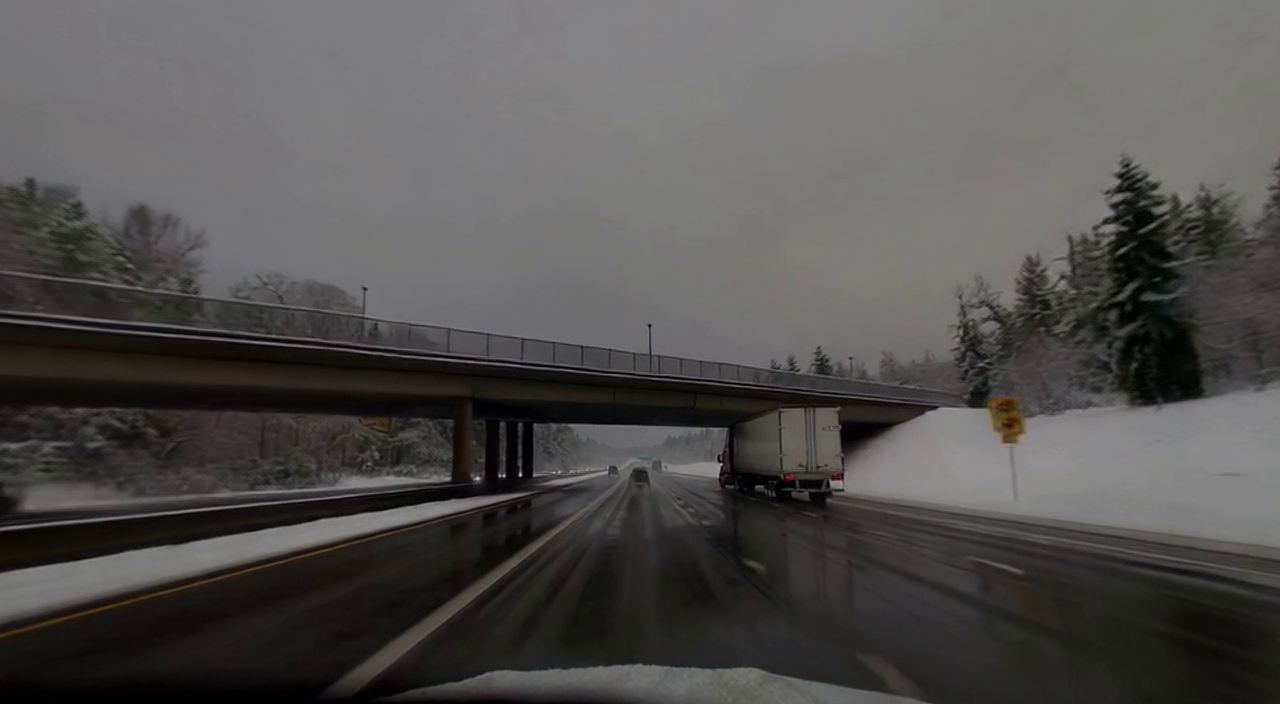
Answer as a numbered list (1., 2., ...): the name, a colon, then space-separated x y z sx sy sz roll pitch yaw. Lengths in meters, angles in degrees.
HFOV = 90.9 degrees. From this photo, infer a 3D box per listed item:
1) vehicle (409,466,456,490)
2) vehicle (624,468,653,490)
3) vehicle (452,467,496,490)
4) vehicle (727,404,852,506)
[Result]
1. vehicle: -15.112 9.219 46.169 1.887 1.599 4.561 1 -10 -1
2. vehicle: -0.103 9.192 45.815 2.029 1.459 3.684 1 -10 0
3. vehicle: -11.284 8.620 43.145 1.870 1.478 4.173 1 -10 -1
4. vehicle: 7.011 5.440 32.479 2.926 4.073 13.836 1 -10 0
